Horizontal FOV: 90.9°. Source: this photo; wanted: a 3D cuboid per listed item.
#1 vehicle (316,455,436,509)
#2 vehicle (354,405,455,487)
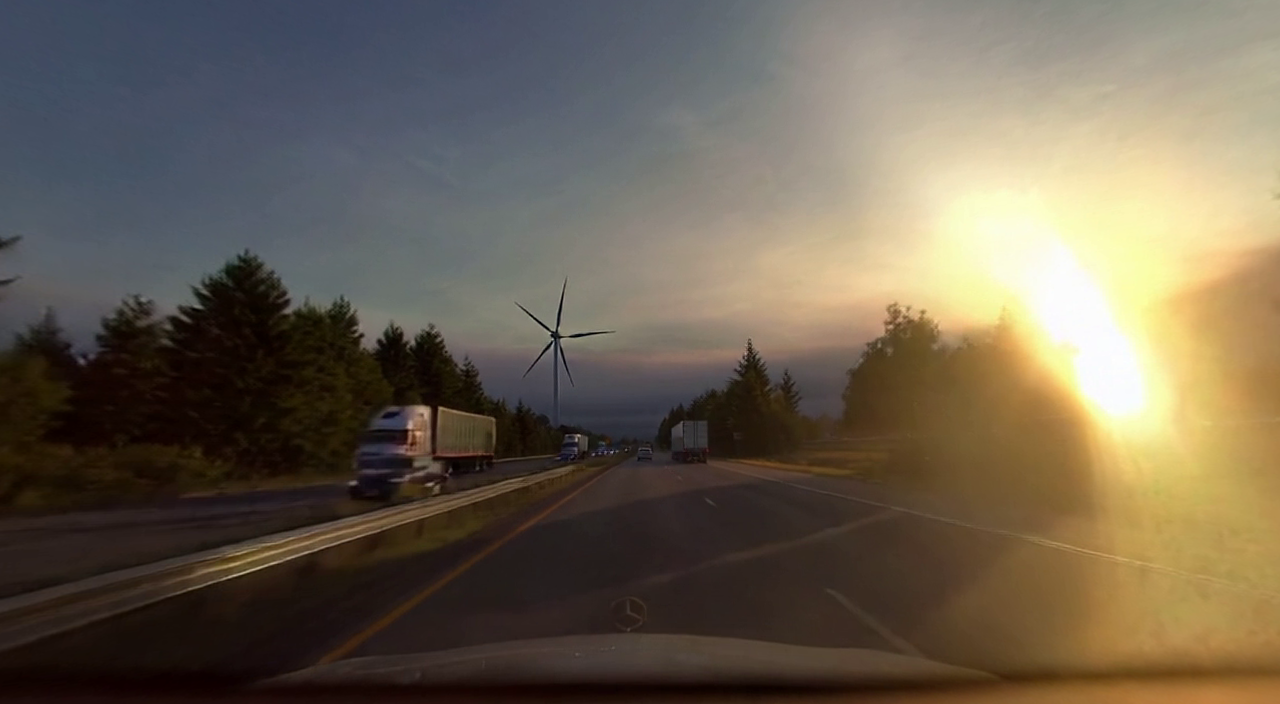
[{"bbox_3d":[-8.401,4.138,20.568,2.015,1.523,4.279,0,-9,1],"label":"vehicle"},{"bbox_3d":[-12.492,5.091,34.092,3.016,3.985,5.905,0,-9,0],"label":"vehicle"}]
